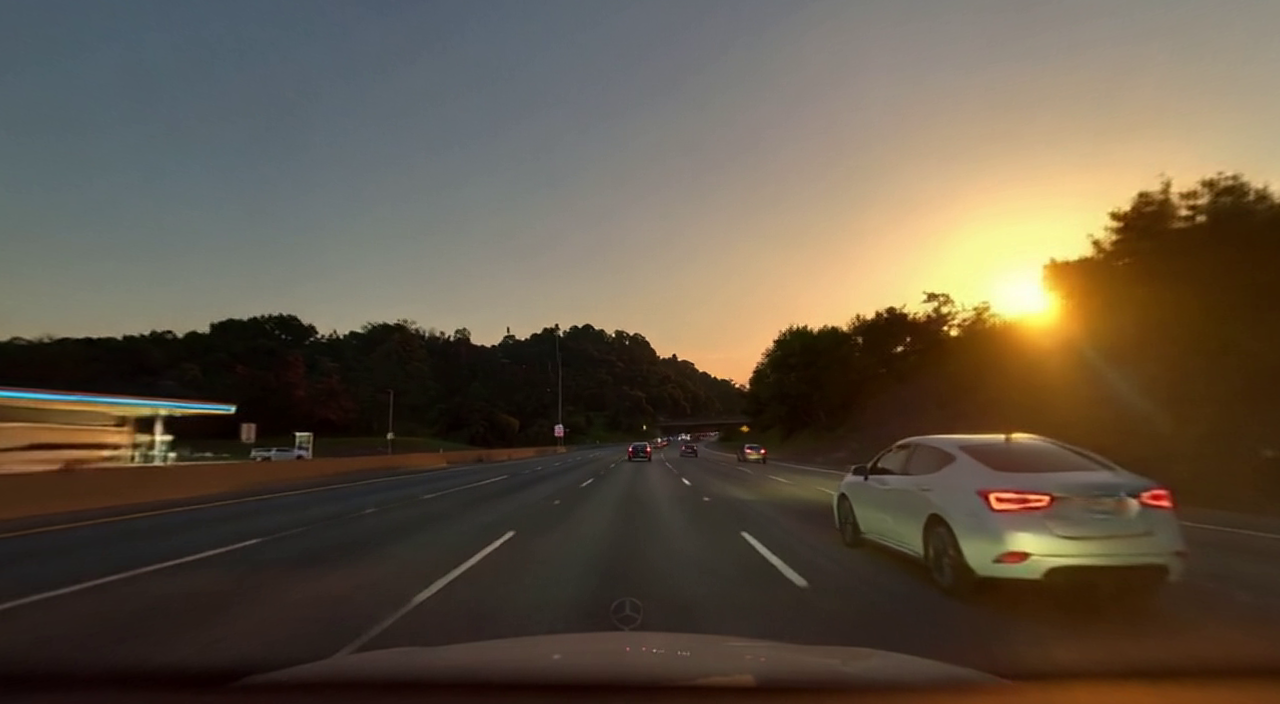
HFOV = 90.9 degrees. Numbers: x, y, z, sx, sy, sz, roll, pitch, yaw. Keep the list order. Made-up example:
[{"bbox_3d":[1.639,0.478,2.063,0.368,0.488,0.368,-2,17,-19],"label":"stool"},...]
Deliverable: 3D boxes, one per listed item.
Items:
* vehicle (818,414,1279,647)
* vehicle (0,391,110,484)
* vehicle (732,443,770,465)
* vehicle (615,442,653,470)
[{"bbox_3d":[3.588,1.505,6.479,2.172,1.490,4.668,0,-8,0],"label":"vehicle"},{"bbox_3d":[-29.074,3.659,26.940,2.967,3.957,11.098,0,-8,1],"label":"vehicle"},{"bbox_3d":[7.770,7.193,44.495,1.867,1.463,4.295,0,-8,-1],"label":"vehicle"},{"bbox_3d":[-0.331,5.771,35.155,1.999,1.473,4.351,0,-8,0],"label":"vehicle"}]
